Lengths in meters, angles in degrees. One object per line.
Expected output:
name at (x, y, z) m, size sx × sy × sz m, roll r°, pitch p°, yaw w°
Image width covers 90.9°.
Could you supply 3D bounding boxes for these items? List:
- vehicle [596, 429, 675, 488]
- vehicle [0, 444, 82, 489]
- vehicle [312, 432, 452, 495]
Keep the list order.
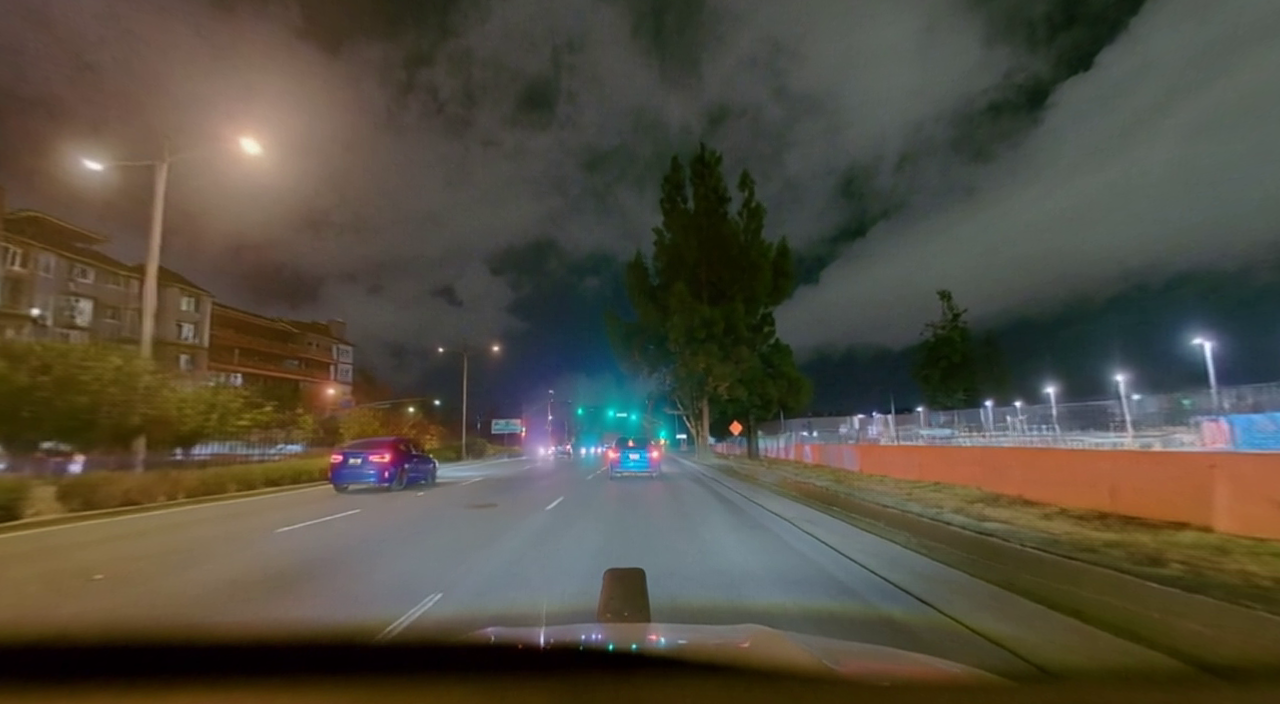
vehicle at (-0.162, 3.314, 19.956) m, size 2.227 × 1.654 × 4.091 m, roll 0°, pitch -8°, yaw -1°
vehicle at (-26.237, 4.695, 26.100) m, size 1.931 × 1.759 × 4.703 m, roll 0°, pitch -8°, yaw 0°
vehicle at (-6.766, 2.957, 17.153) m, size 1.877 × 1.479 × 4.430 m, roll 0°, pitch -8°, yaw 1°
